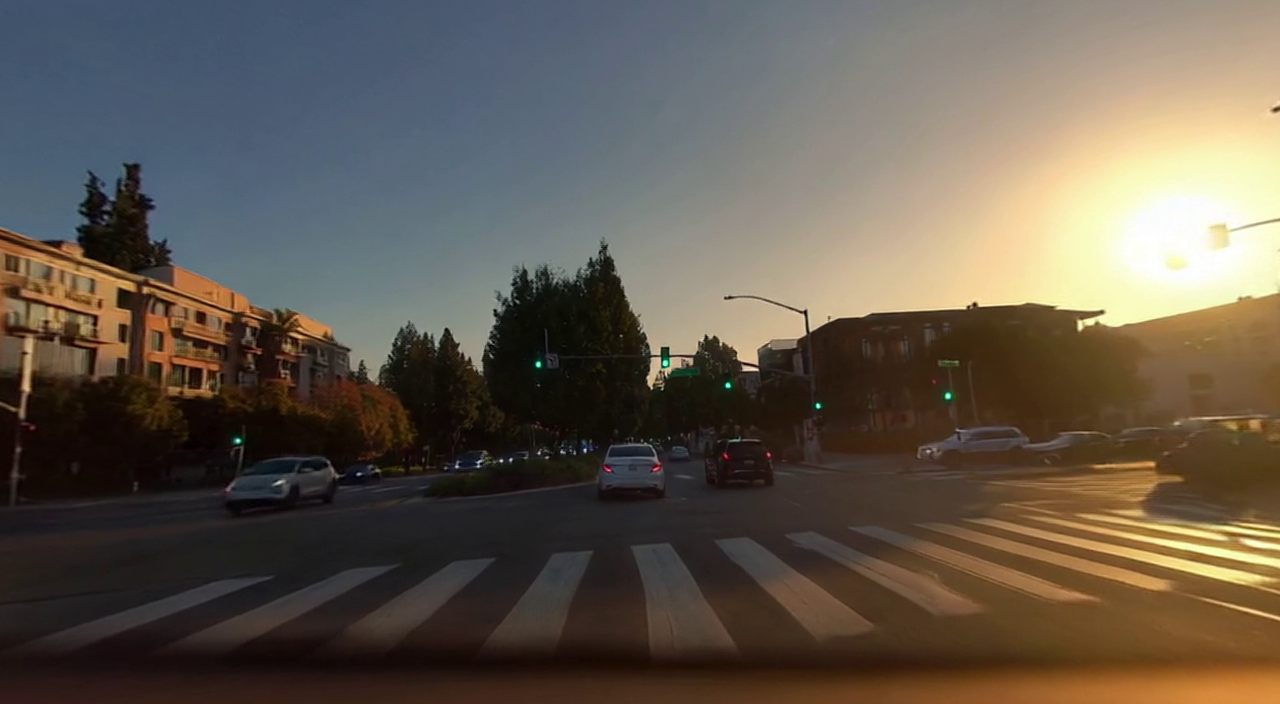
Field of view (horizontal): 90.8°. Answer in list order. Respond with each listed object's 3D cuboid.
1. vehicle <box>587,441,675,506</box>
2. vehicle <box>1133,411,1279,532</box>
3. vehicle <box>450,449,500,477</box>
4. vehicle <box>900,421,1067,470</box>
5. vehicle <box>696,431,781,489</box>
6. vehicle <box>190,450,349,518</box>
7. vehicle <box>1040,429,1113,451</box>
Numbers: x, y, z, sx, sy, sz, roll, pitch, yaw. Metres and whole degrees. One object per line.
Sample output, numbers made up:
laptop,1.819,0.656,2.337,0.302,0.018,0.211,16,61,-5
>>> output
vehicle,-0.254,3.126,16.761,2.034,1.500,3.966,0,-8,-1
vehicle,10.464,2.019,11.143,2.039,1.760,4.319,-5,-10,29
vehicle,-11.044,7.455,42.670,2.102,1.758,4.532,0,-8,1
vehicle,15.155,4.187,28.361,6.013,2.030,2.461,-2,-9,12
vehicle,3.241,3.676,21.856,2.107,1.773,4.557,0,-8,-1
vehicle,-11.270,4.005,19.733,2.078,1.795,4.636,0,-8,1
vehicle,31.015,6.294,45.030,2.032,1.458,4.204,0,-8,-3
